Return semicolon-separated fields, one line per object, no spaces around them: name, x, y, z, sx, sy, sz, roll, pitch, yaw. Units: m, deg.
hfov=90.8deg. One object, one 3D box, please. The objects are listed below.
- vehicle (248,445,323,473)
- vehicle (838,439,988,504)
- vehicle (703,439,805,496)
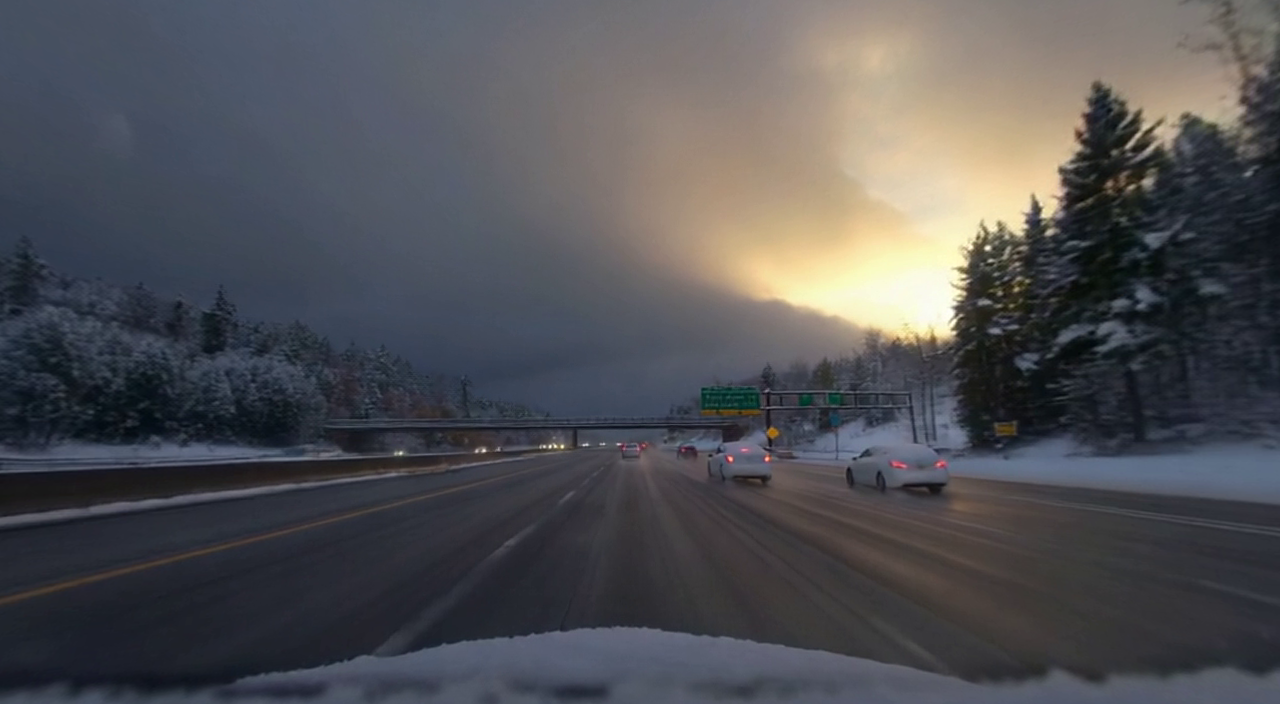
vehicle;-20.403;6.142;36.589;1.889;1.491;4.573;1;-8;-3
vehicle;7.126;3.147;17.104;1.946;1.497;4.467;0;-8;-1
vehicle;3.201;3.347;18.772;2.076;1.472;4.562;0;-8;-2
